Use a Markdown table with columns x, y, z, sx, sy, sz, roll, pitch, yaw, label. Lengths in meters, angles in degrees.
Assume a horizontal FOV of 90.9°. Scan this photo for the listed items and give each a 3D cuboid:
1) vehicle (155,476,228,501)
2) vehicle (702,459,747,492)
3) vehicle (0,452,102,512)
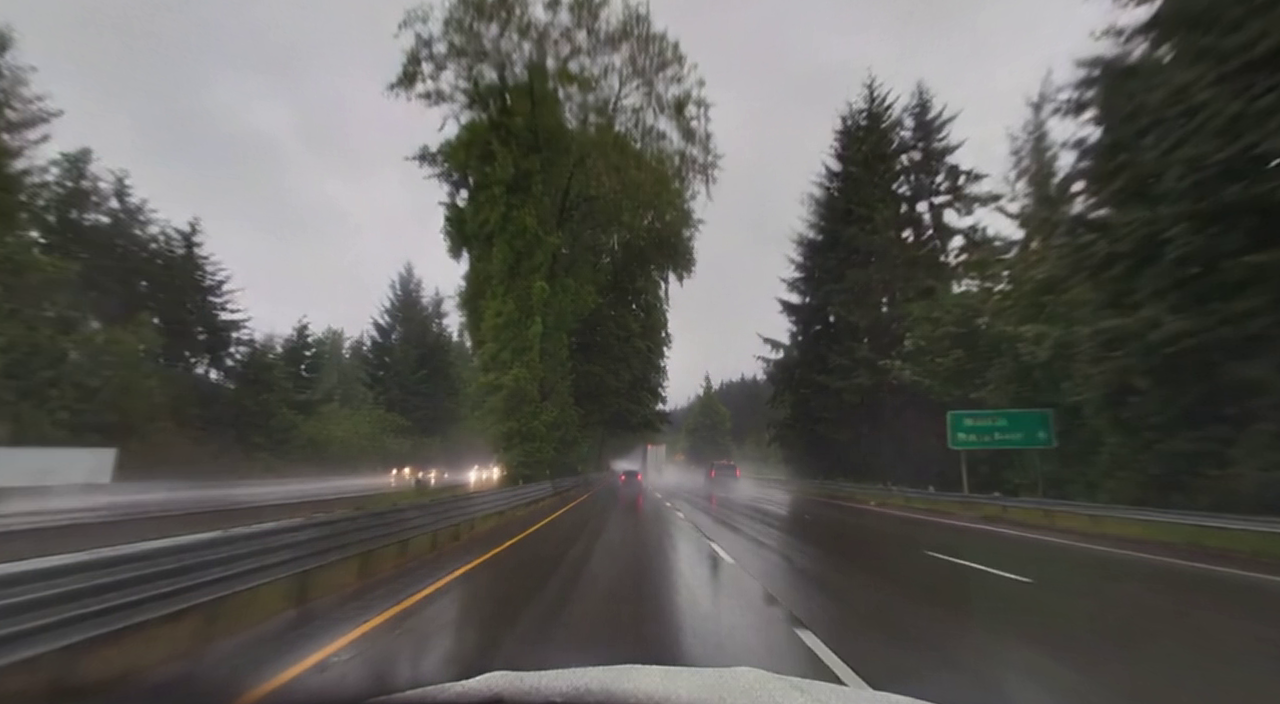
| x | y | z | sx | sy | sz | roll | pitch | yaw | label |
| --- | --- | --- | --- | --- | --- | --- | --- | --- | --- |
| -27.485 | 8.364 | 38.767 | 1.722 | 1.434 | 3.692 | 1 | -11 | 0 | vehicle |
| 4.927 | 7.321 | 37.374 | 1.998 | 1.776 | 4.663 | 1 | -11 | -1 | vehicle |
| -44.179 | 8.833 | 42.941 | 2.876 | 3.964 | 14.769 | 1 | -11 | -4 | vehicle |
